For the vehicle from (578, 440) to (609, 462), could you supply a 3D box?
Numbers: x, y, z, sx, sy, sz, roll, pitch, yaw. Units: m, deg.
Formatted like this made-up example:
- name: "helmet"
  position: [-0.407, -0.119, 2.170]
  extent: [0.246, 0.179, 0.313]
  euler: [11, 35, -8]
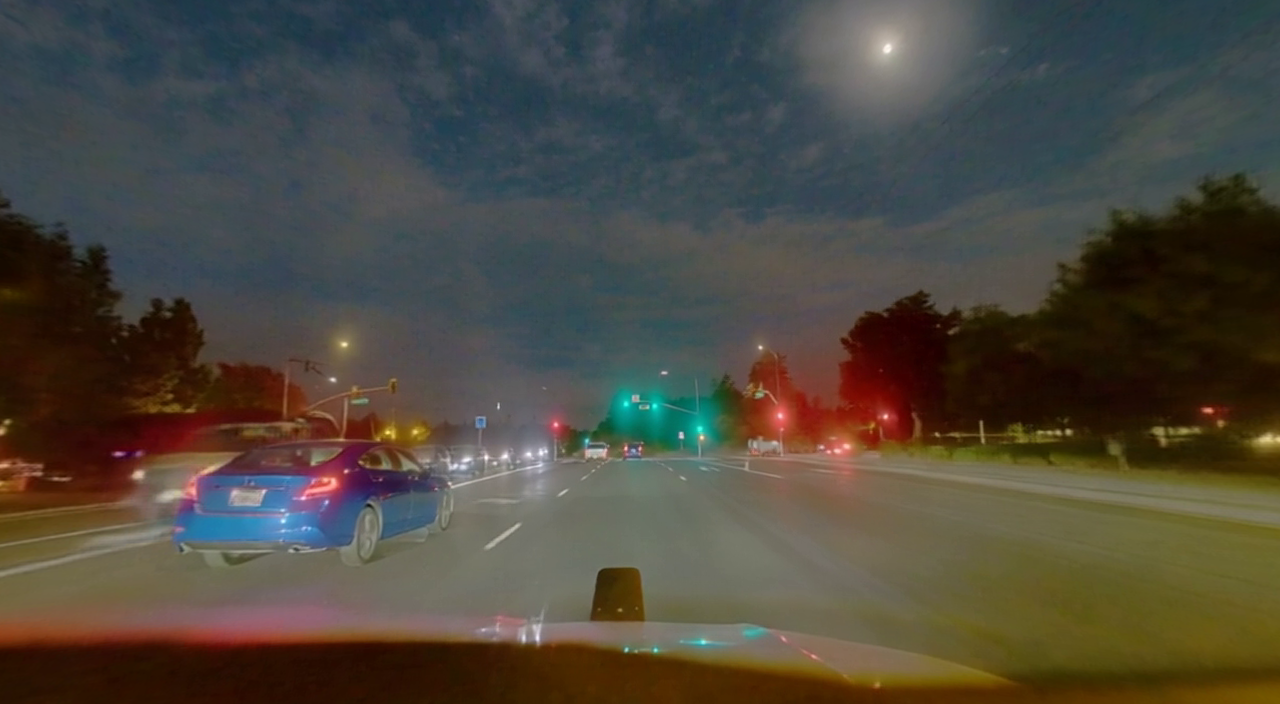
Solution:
- name: "vehicle"
  position: [-3.581, 7.714, 49.238]
  extent: [2.103, 1.592, 4.160]
  euler: [0, -9, 0]

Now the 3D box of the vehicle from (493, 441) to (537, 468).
- name: "vehicle"
  position: [-7.851, 6.466, 39.986]
  extent: [1.964, 1.627, 4.147]
  euler: [0, -9, 0]

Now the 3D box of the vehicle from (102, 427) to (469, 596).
- name: "vehicle"
  position: [-3.624, 1.691, 7.638]
  extent: [1.905, 1.418, 4.396]
  euler: [0, -9, 0]
